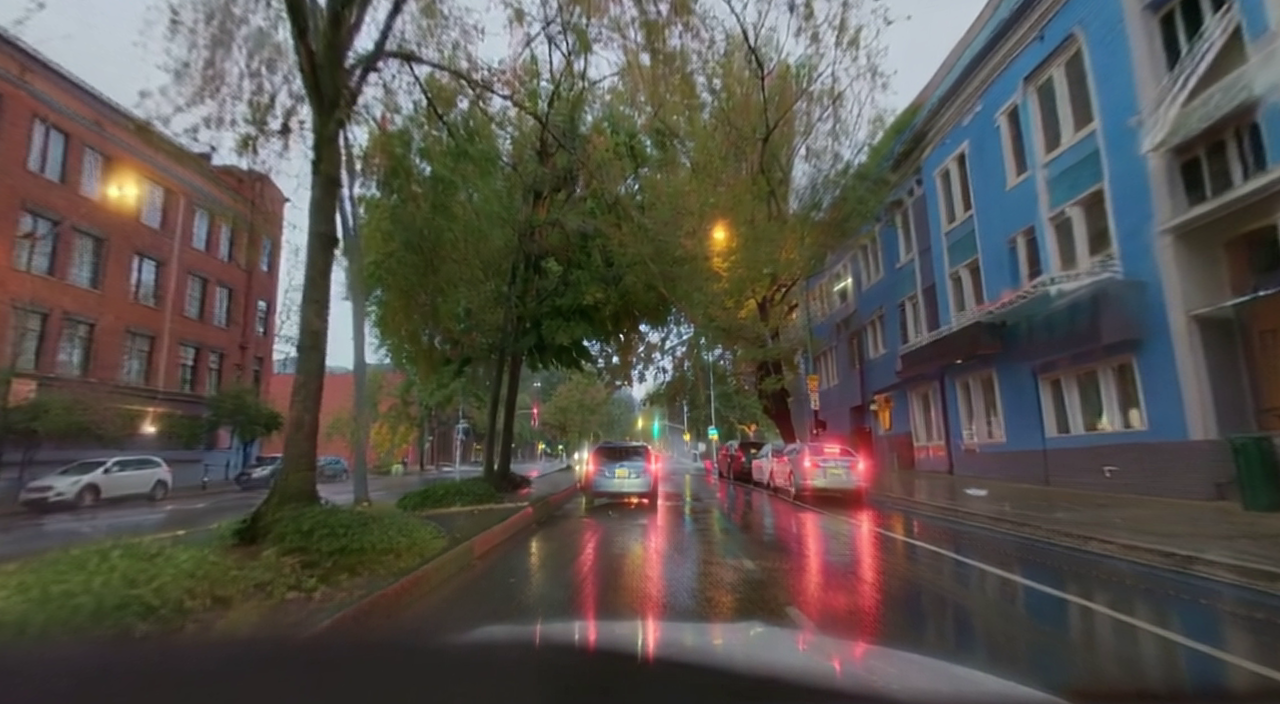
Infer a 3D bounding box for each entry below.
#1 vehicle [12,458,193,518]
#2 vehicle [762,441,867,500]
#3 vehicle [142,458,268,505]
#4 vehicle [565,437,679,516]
[{"bbox_3d":[-17.622,4.441,21.040,1.909,1.658,4.559,0,-9,2],"label":"vehicle"},{"bbox_3d":[4.945,3.401,18.486,1.832,1.491,4.054,1,-9,-1],"label":"vehicle"},{"bbox_3d":[-17.876,5.302,26.211,2.011,1.727,4.449,1,-9,0],"label":"vehicle"},{"bbox_3d":[-0.355,2.772,14.474,2.230,1.518,4.113,0,-9,0],"label":"vehicle"}]
